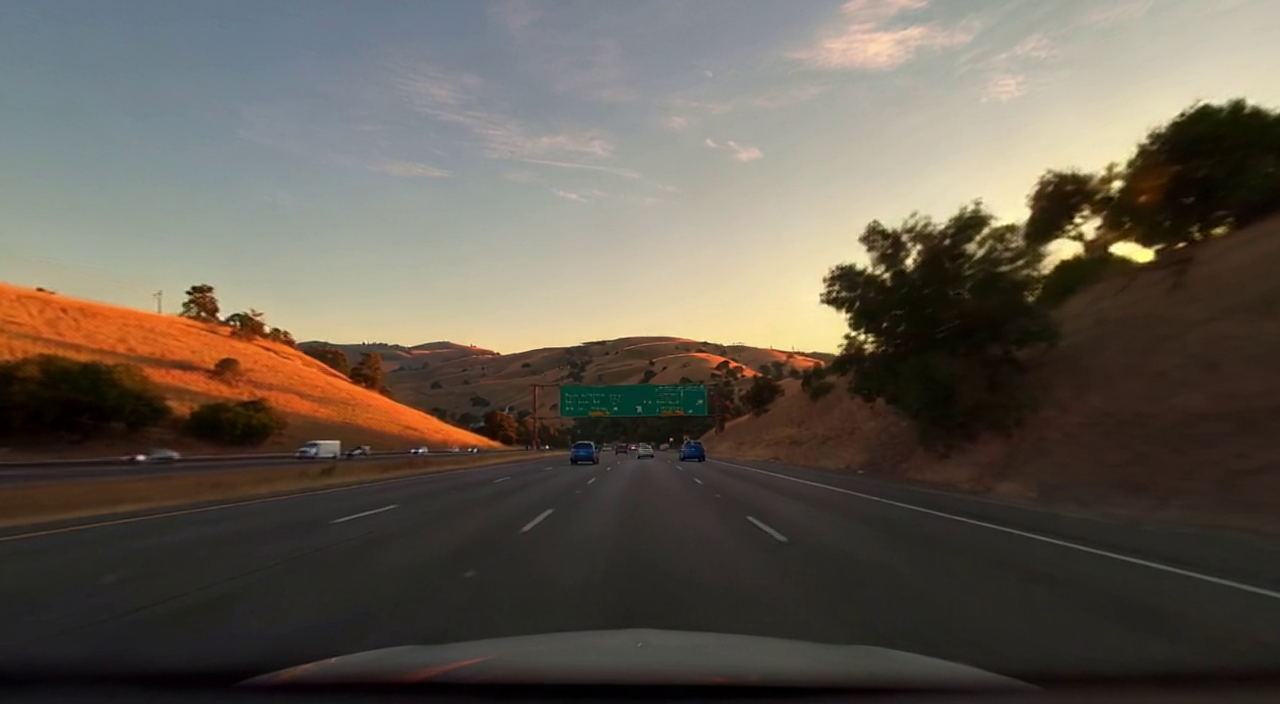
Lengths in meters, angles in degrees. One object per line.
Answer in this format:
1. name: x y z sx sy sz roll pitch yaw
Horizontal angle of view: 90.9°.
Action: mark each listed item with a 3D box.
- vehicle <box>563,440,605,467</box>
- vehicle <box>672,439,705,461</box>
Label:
1. vehicle: -3.447 6.331 39.552 2.159 1.562 4.441 0 -8 1
2. vehicle: 3.734 7.618 49.181 2.168 1.681 4.279 0 -8 0
